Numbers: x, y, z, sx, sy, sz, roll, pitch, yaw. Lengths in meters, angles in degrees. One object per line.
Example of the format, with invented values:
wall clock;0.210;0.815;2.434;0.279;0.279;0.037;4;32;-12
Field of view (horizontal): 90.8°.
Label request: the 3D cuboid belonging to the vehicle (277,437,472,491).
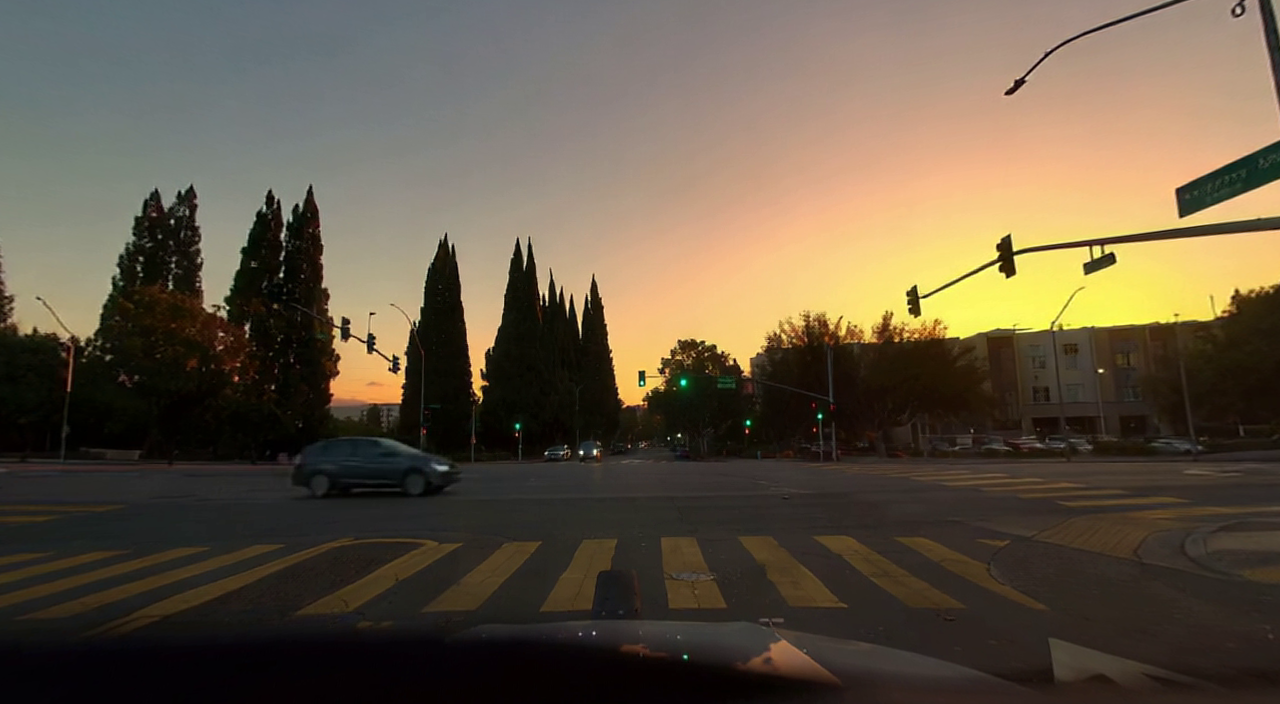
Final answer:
vehicle;-7.681;3.281;18.670;4.838;1.468;2.052;0;-9;1
